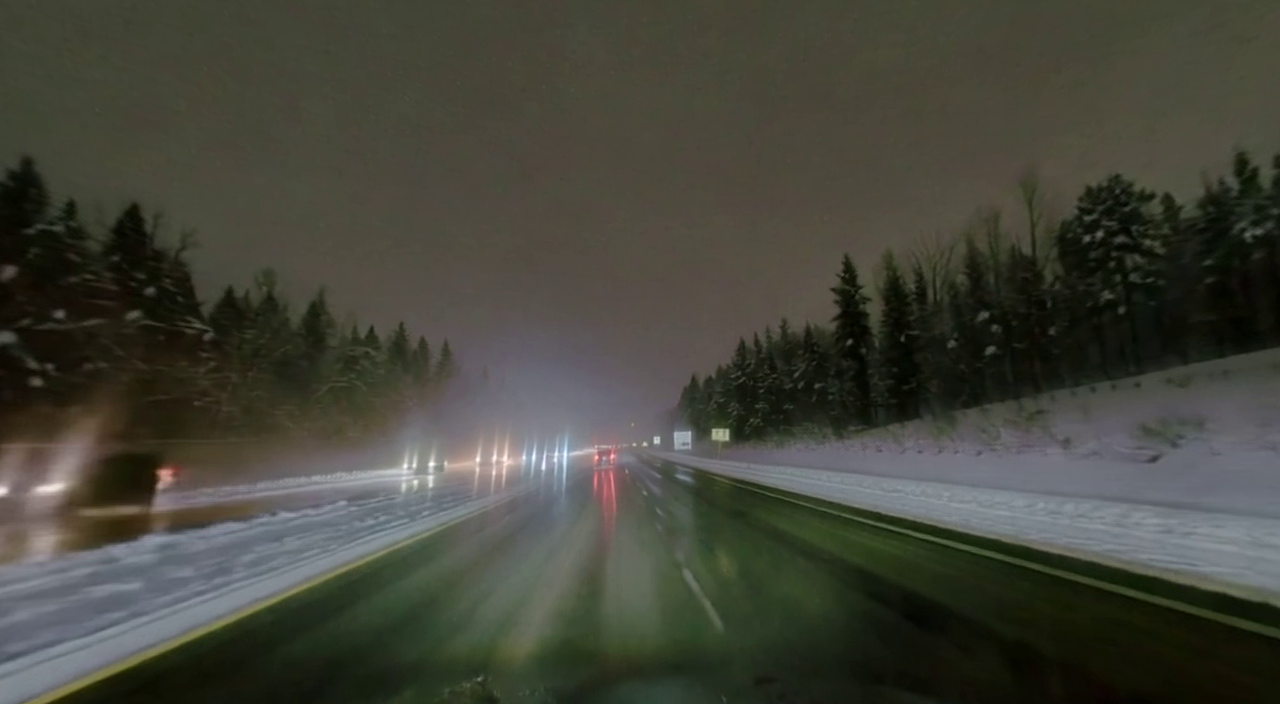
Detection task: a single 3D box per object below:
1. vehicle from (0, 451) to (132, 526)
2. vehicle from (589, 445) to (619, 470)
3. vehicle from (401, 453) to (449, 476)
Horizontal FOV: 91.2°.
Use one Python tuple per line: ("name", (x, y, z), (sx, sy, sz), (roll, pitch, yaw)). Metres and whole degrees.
("vehicle", (-15.019, 3.190, 14.945), (1.961, 1.621, 4.588), (0, -9, -1))
("vehicle", (-2.633, 7.827, 46.644), (2.098, 1.692, 4.038), (0, -9, -2))
("vehicle", (-15.202, 7.992, 44.550), (1.849, 1.497, 4.415), (0, -9, -1))
